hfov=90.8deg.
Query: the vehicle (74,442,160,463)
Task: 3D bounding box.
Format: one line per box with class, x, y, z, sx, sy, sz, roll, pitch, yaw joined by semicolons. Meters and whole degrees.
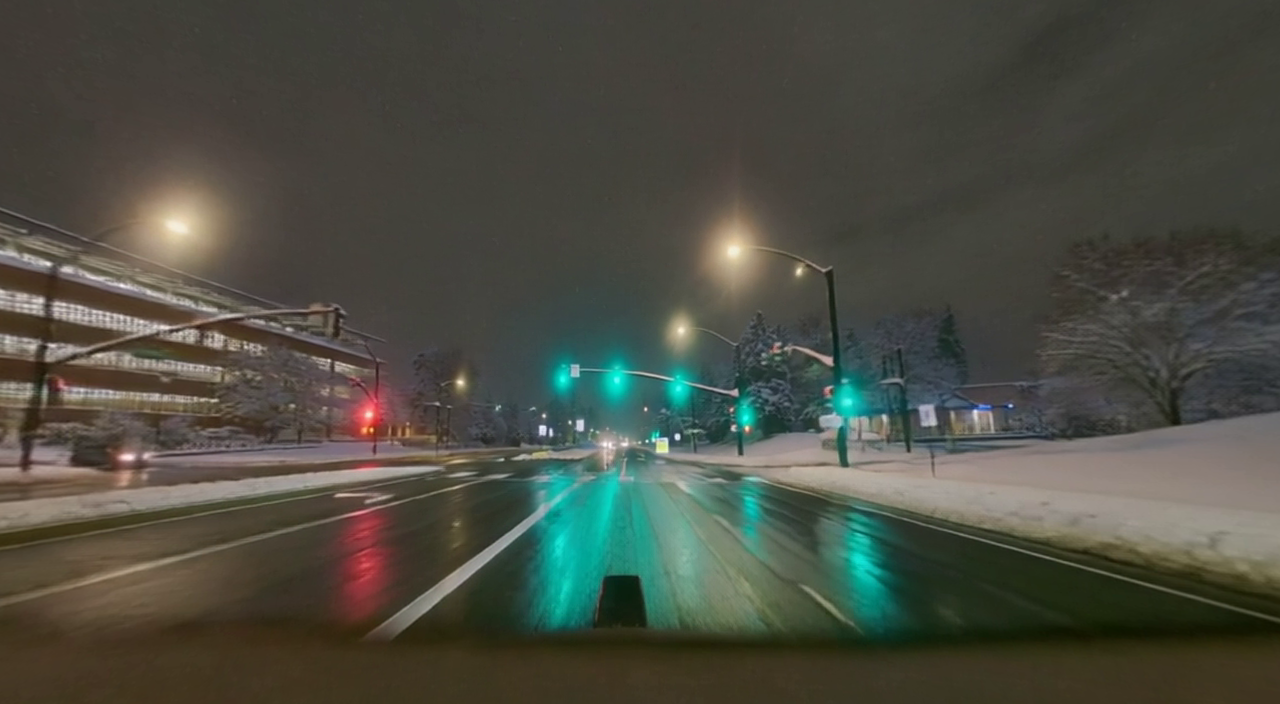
vehicle;-38.095;7.338;46.172;4.390;1.482;1.781;3;-9;-22
